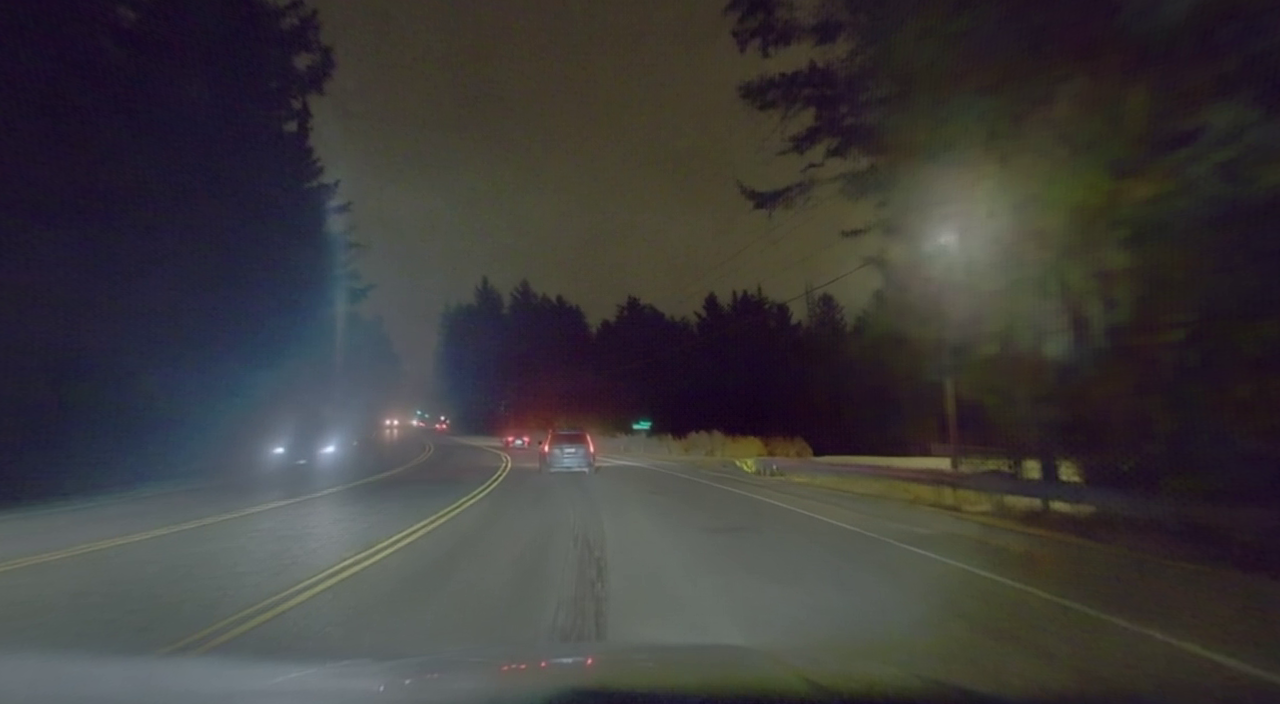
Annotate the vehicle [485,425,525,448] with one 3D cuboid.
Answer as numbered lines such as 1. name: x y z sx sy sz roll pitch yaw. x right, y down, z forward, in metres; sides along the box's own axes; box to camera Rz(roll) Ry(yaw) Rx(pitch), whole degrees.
1. vehicle: -9.400 5.893 43.570 2.080 1.530 3.719 3 -9 -22

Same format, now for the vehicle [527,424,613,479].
1. vehicle: -2.301 3.081 19.617 2.296 1.510 4.068 1 -9 -11

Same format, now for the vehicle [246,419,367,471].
1. vehicle: -10.729 3.064 20.690 2.126 1.493 4.748 1 -9 -11
